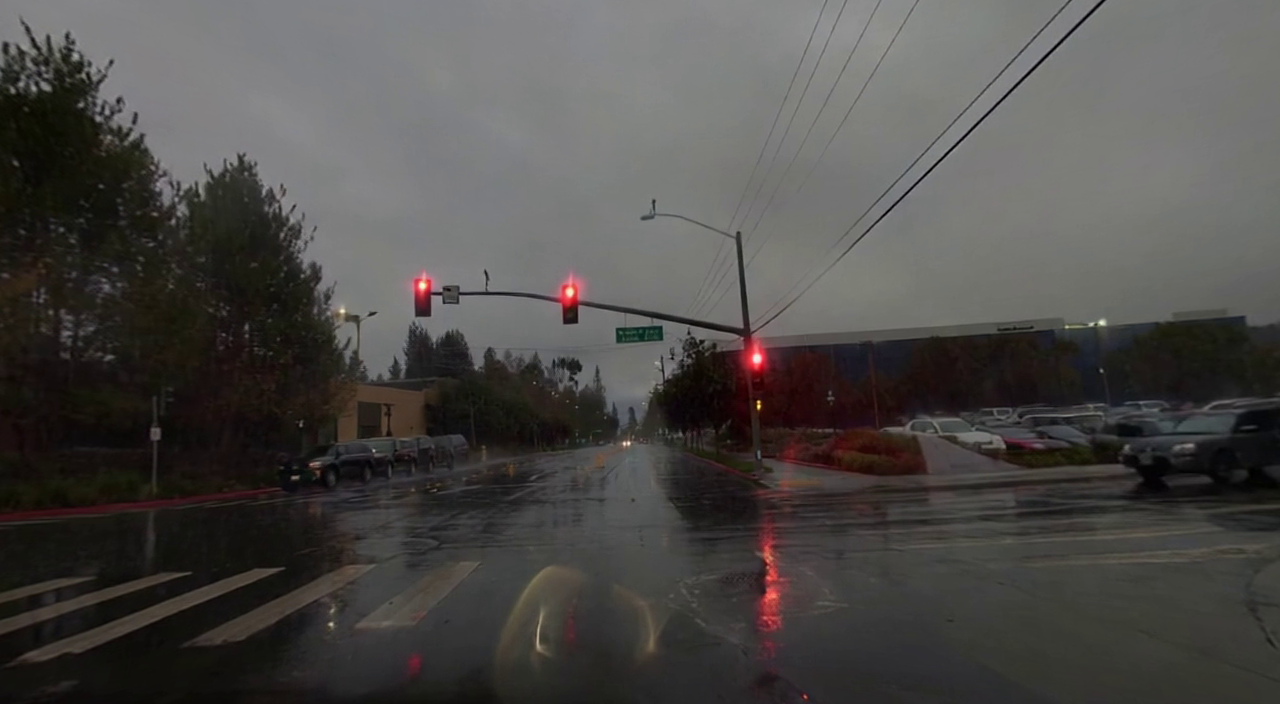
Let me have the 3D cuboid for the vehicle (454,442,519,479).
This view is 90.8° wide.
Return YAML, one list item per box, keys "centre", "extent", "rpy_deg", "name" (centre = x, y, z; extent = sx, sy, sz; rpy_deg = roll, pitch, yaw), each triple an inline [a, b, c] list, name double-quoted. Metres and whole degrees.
- centre: [-7.014, 4.995, 29.320]
  extent: [2.024, 1.470, 4.153]
  rpy_deg: [-3, -9, -1]
  name: "vehicle"

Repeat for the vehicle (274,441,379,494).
- centre: [-13.758, 5.062, 28.140]
  extent: [2.251, 1.957, 4.968]
  rpy_deg: [-4, -9, -1]
  name: "vehicle"

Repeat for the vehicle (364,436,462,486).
- centre: [-10.202, 4.956, 29.052]
  extent: [2.475, 1.940, 5.702]
  rpy_deg: [-3, -9, -1]
  name: "vehicle"

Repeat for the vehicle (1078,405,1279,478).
- centre: [12.979, 2.017, 14.276]
  extent: [4.531, 1.461, 1.882]
  rpy_deg: [-3, -9, 10]
  name: "vehicle"
